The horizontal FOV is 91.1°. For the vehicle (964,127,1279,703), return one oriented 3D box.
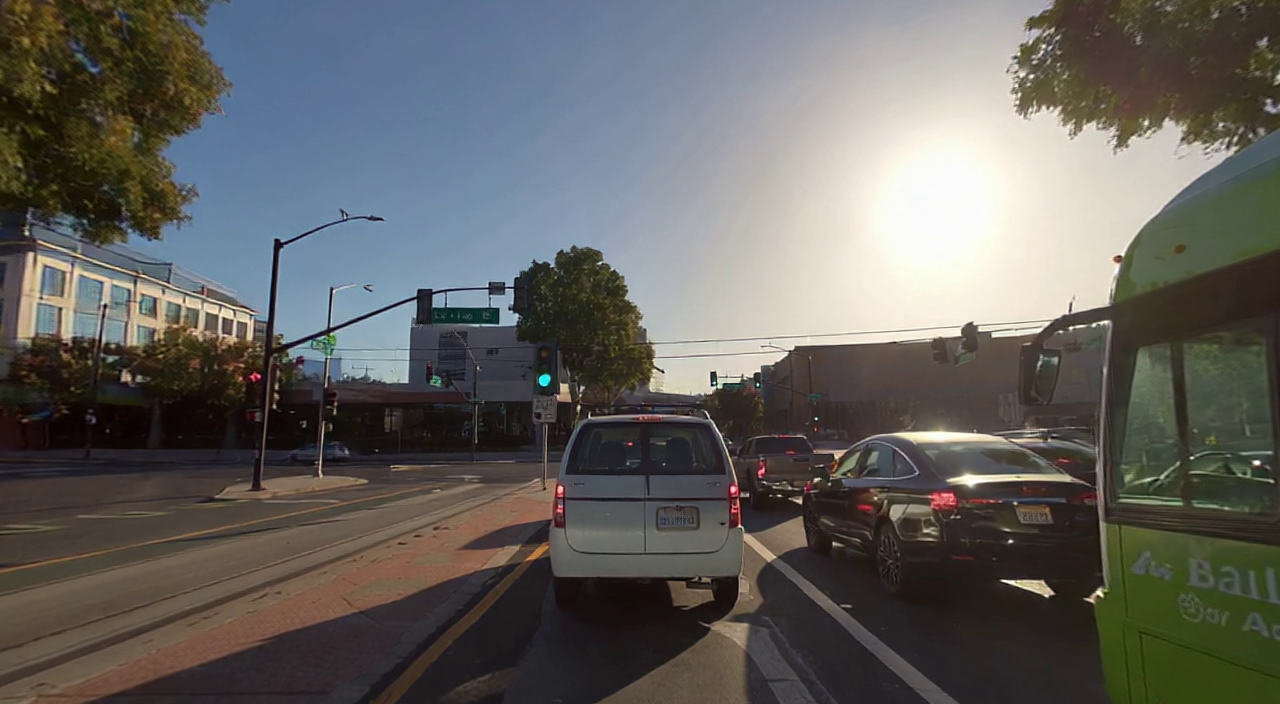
[{"bbox_3d":[2.611,0.317,0.426,2.037,2.065,5.037,0,-8,0],"label":"vehicle"}]

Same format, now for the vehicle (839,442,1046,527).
[{"bbox_3d":[5.978,2.638,13.224,1.987,1.457,4.675,0,-8,-1],"label":"vehicle"}]

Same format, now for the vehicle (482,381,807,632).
[{"bbox_3d":[0.011,1.475,7.007,2.381,1.842,4.603,0,-8,-1],"label":"vehicle"}]
